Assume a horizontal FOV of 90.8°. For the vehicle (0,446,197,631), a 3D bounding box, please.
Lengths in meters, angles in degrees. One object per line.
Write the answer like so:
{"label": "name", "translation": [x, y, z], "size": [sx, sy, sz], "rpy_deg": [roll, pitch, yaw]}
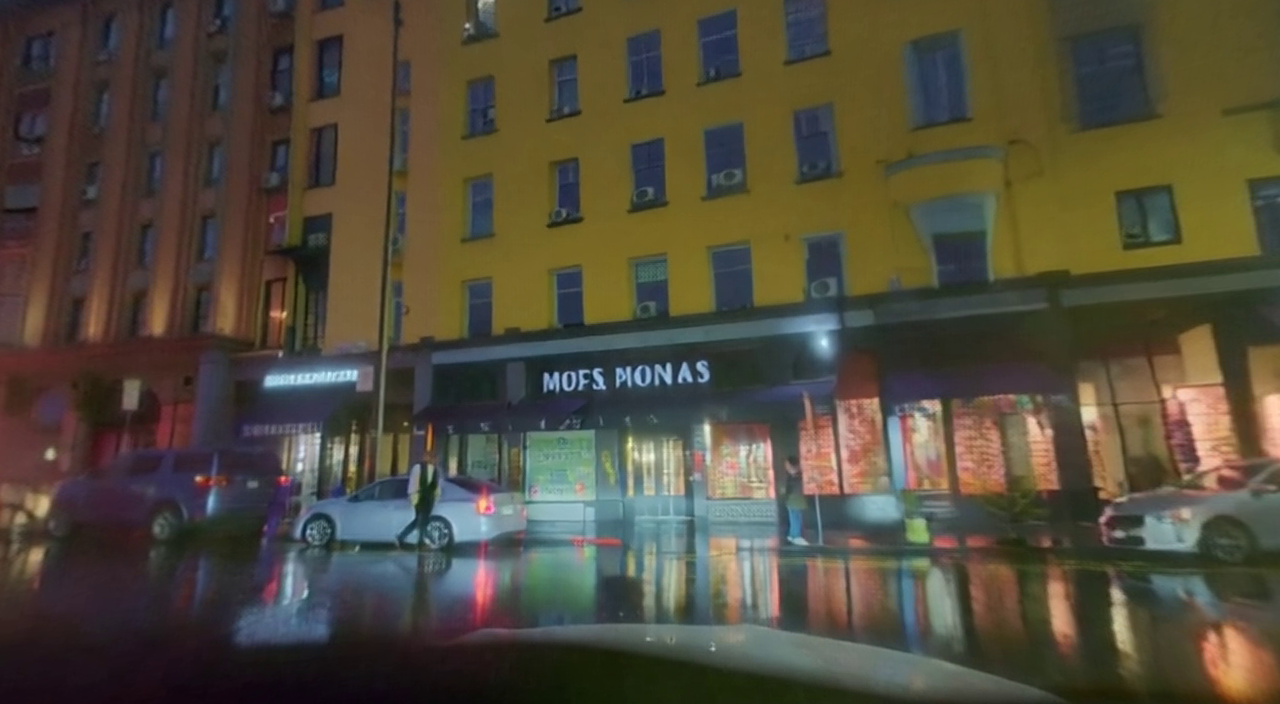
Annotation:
{"label": "vehicle", "translation": [-7.042, 1.672, 6.244], "size": [4.330, 1.458, 1.932], "rpy_deg": [-2, -9, 15]}

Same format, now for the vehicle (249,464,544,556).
{"label": "vehicle", "translation": [-4.403, 2.833, 11.744], "size": [4.830, 1.421, 1.826], "rpy_deg": [-2, -9, 11]}

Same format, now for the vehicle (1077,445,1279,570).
{"label": "vehicle", "translation": [9.619, 2.279, 9.608], "size": [4.410, 1.687, 1.834], "rpy_deg": [-2, -8, 9]}
